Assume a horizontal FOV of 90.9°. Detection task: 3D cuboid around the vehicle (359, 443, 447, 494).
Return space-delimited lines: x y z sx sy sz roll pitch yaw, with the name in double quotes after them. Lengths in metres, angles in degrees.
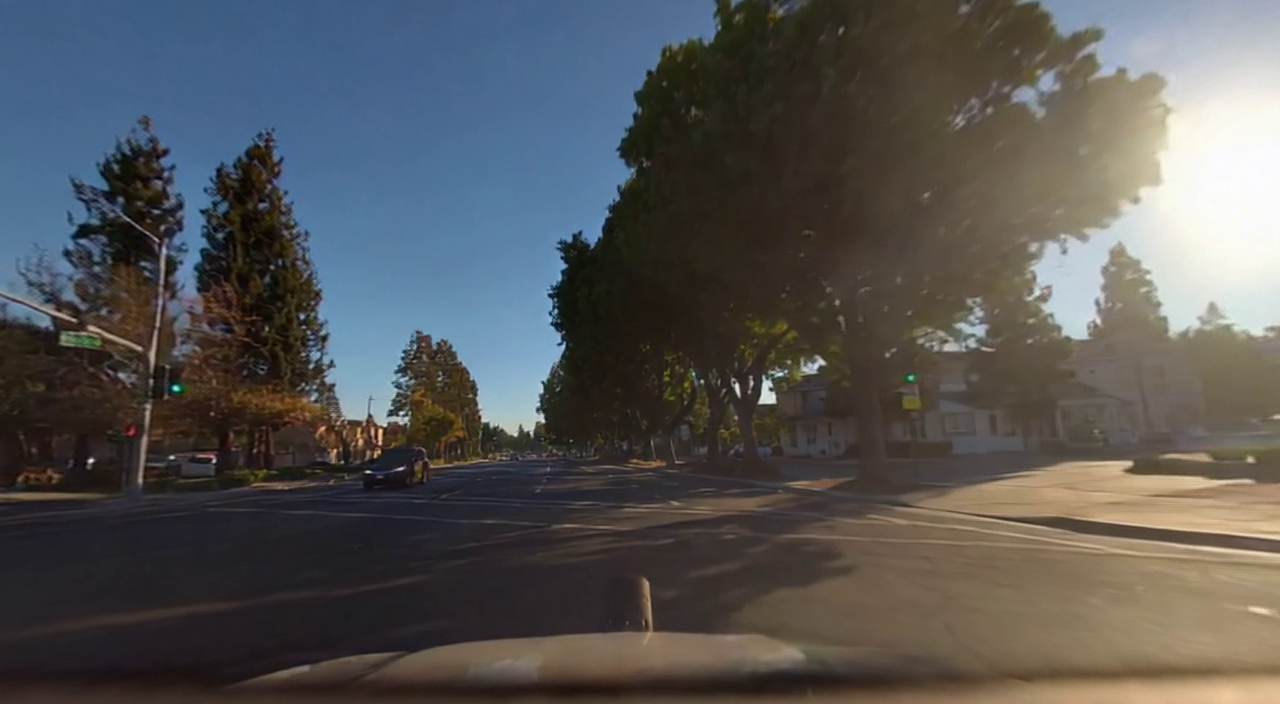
-8.625 4.241 23.389 2.048 1.670 4.450 0 -9 -7 "vehicle"
